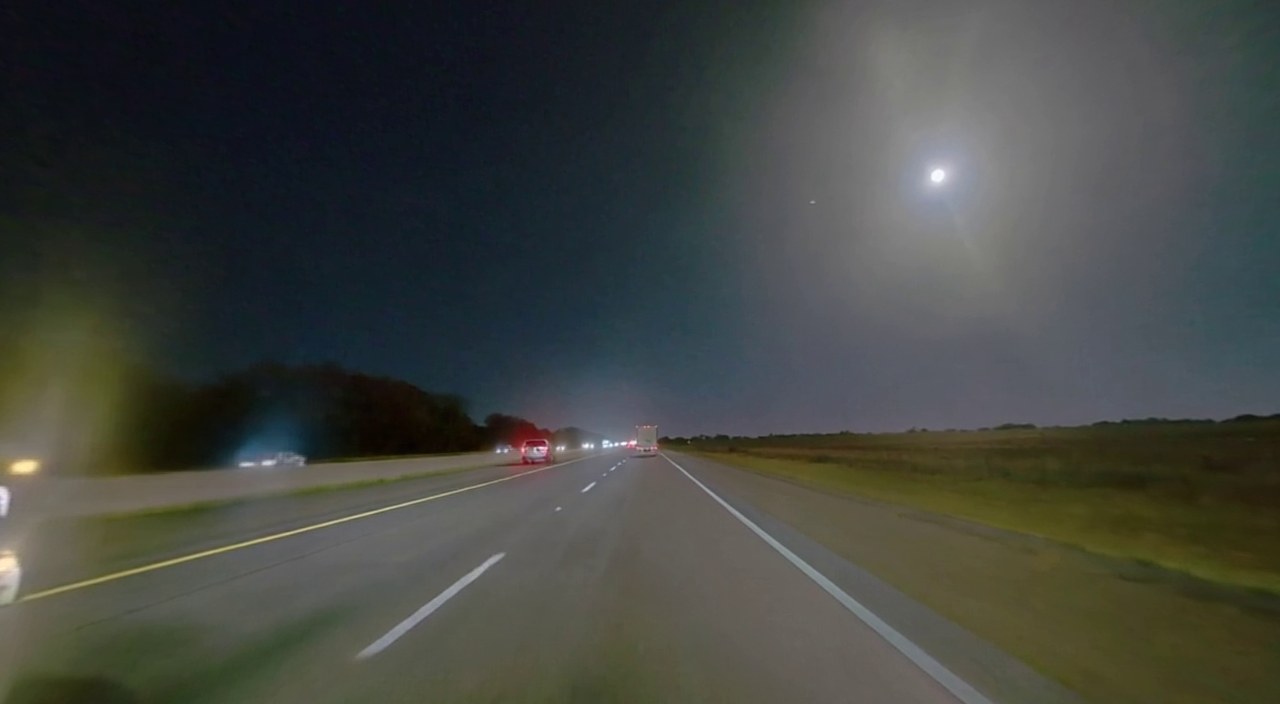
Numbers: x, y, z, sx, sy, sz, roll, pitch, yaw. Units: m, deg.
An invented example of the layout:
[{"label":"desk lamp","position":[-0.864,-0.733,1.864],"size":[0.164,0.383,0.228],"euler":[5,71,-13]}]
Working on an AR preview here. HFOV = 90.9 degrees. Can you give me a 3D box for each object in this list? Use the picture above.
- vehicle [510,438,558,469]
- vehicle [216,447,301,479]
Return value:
[{"label":"vehicle","position":[-6.853,6.582,41.274],"size":[2.193,1.866,4.807],"euler":[-1,-8,2]},{"label":"vehicle","position":[-21.422,6.226,35.650],"size":[1.920,1.644,4.610],"euler":[0,-8,0]}]
